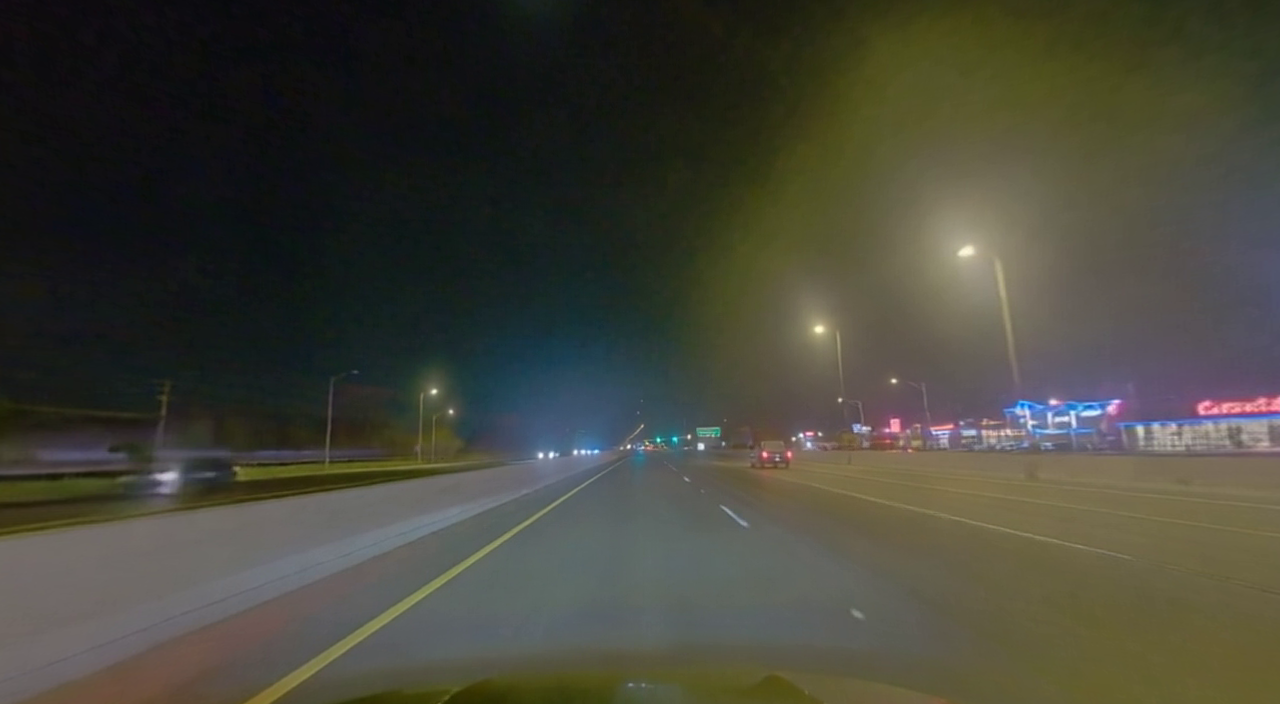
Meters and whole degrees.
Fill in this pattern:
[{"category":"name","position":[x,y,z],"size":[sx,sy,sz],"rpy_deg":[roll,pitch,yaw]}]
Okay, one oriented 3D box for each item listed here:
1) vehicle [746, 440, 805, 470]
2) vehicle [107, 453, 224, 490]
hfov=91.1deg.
[{"category":"vehicle","position":[7.441,5.715,35.048],"size":[2.079,1.518,5.032],"rpy_deg":[0,-8,-1]},{"category":"vehicle","position":[-21.947,5.523,29.298],"size":[1.941,1.524,4.403],"rpy_deg":[0,-8,1]}]
